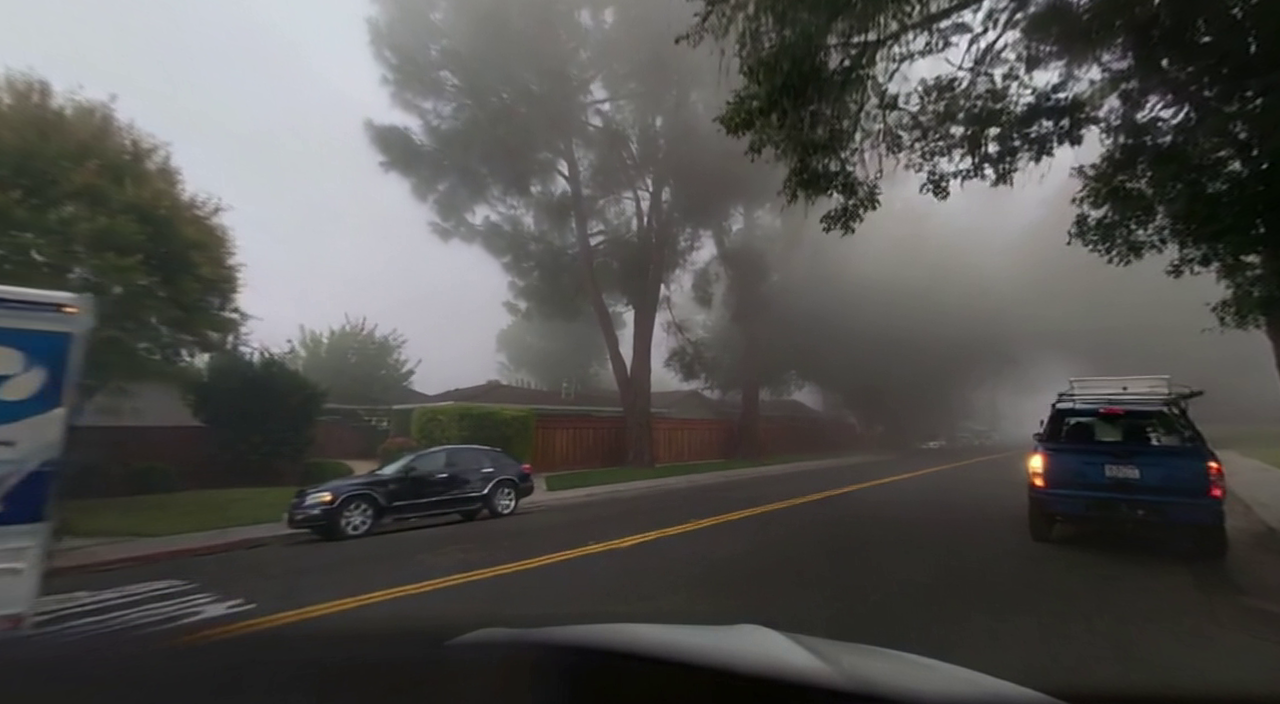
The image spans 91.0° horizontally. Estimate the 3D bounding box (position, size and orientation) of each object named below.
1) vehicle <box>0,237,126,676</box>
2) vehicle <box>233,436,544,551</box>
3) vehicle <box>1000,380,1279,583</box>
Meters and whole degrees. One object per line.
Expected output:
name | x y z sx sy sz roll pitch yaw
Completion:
vehicle | -6.121 0.467 2.664 2.367 2.618 5.497 -5 -9 35
vehicle | -3.992 2.210 10.855 1.816 1.489 4.653 -5 -9 37
vehicle | 6.662 1.424 8.470 2.182 1.785 5.726 -4 -7 39
